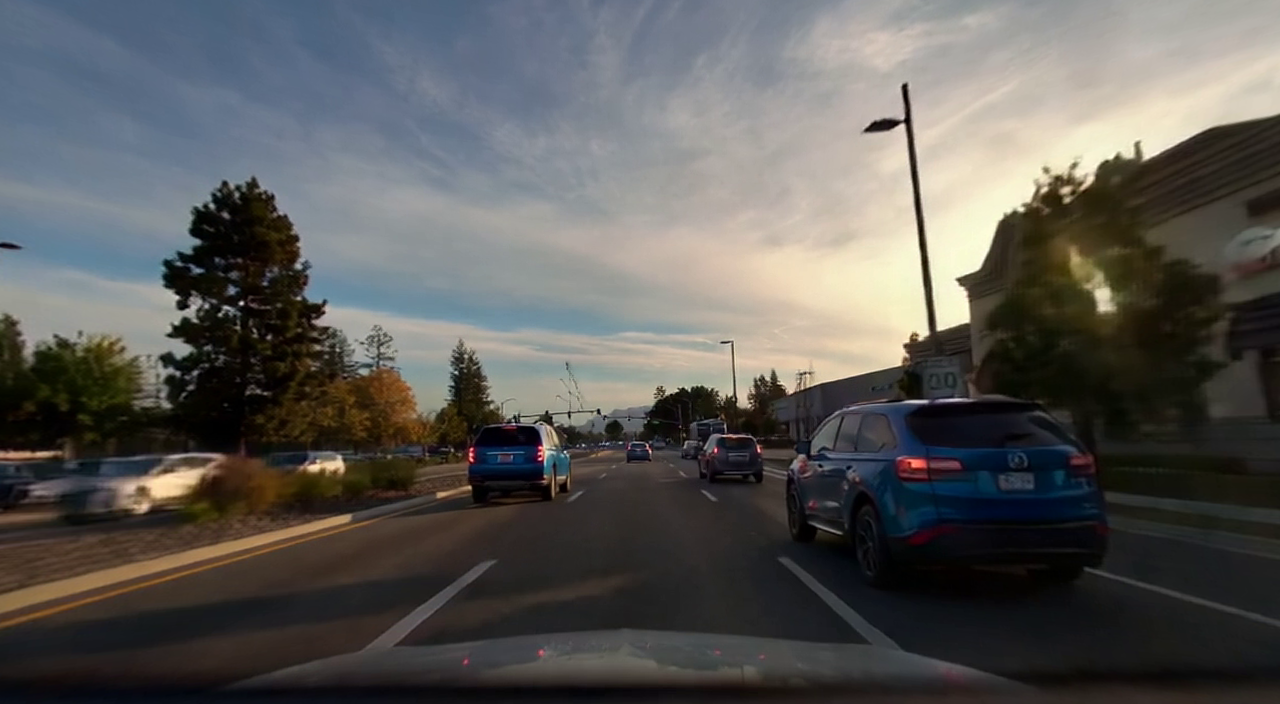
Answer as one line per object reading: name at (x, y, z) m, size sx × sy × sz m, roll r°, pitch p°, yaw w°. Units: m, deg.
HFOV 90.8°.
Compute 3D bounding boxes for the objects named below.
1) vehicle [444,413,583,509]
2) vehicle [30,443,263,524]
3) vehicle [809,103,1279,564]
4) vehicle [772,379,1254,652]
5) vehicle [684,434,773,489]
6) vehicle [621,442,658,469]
vehicle at (-2.953, 2.728, 16.251) m, size 2.368 × 2.037 × 5.319 m, roll 0°, pitch -8°, yaw 1°
vehicle at (-11.584, 3.059, 15.364) m, size 2.134 × 1.661 × 4.374 m, roll 0°, pitch -8°, yaw 0°
vehicle at (7.189, 0.845, 12.650) m, size 2.878 × 4.158 × 16.287 m, roll 0°, pitch -8°, yaw -1°
vehicle at (2.836, 1.355, 6.271) m, size 2.018 × 1.719 × 4.369 m, roll 0°, pitch -8°, yaw -1°
vehicle at (2.788, 3.599, 21.122) m, size 2.174 × 1.596 × 4.779 m, roll 0°, pitch -8°, yaw -1°
vehicle at (-0.053, 6.069, 37.292) m, size 2.008 × 1.464 × 4.052 m, roll 0°, pitch -8°, yaw -1°
